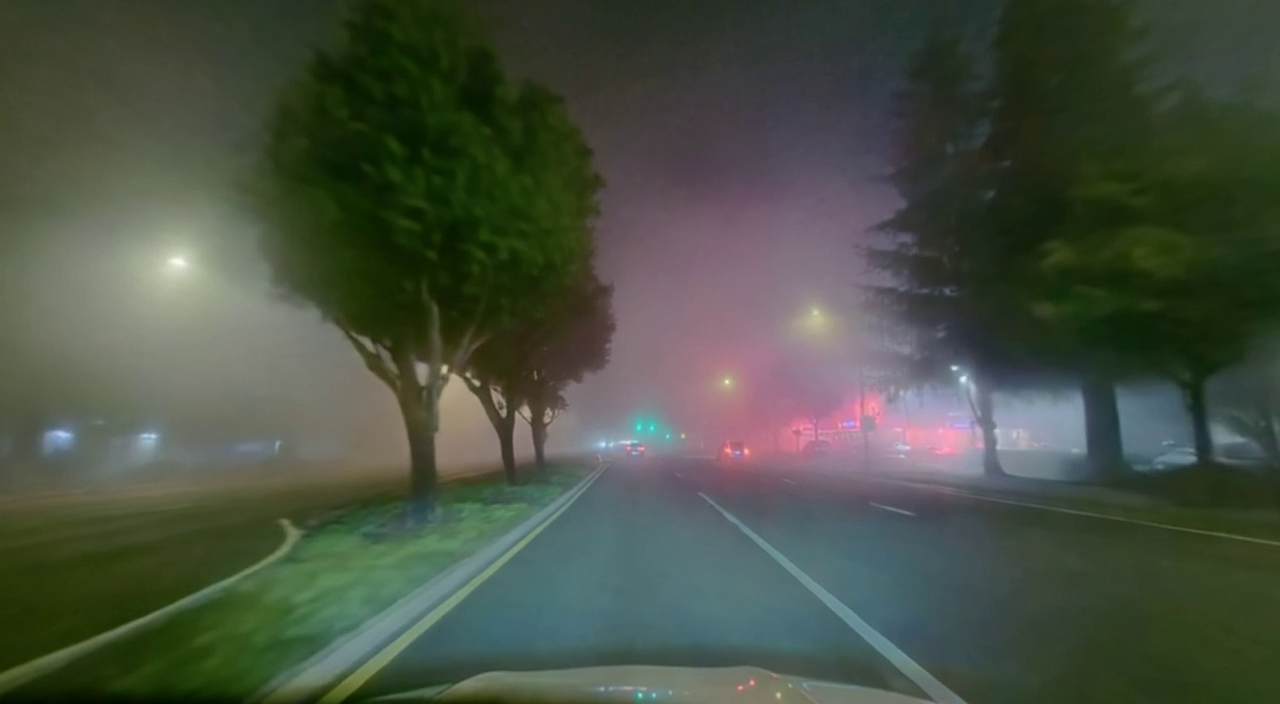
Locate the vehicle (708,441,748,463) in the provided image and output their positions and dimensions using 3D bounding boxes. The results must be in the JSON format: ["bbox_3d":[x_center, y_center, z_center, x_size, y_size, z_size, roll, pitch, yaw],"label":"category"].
[{"bbox_3d":[6.207,7.103,45.176,2.024,1.475,4.600,0,-9,-2],"label":"vehicle"}]

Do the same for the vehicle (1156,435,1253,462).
[{"bbox_3d":[34.579,5.931,38.894,1.924,1.493,4.330,-3,-8,0],"label":"vehicle"}]

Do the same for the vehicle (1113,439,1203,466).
[{"bbox_3d":[31.699,6.212,38.862,1.767,1.549,4.422,1,-10,0],"label":"vehicle"}]

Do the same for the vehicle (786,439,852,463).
[{"bbox_3d":[13.336,7.406,47.311,4.281,1.719,1.983,0,-9,-1],"label":"vehicle"}]
